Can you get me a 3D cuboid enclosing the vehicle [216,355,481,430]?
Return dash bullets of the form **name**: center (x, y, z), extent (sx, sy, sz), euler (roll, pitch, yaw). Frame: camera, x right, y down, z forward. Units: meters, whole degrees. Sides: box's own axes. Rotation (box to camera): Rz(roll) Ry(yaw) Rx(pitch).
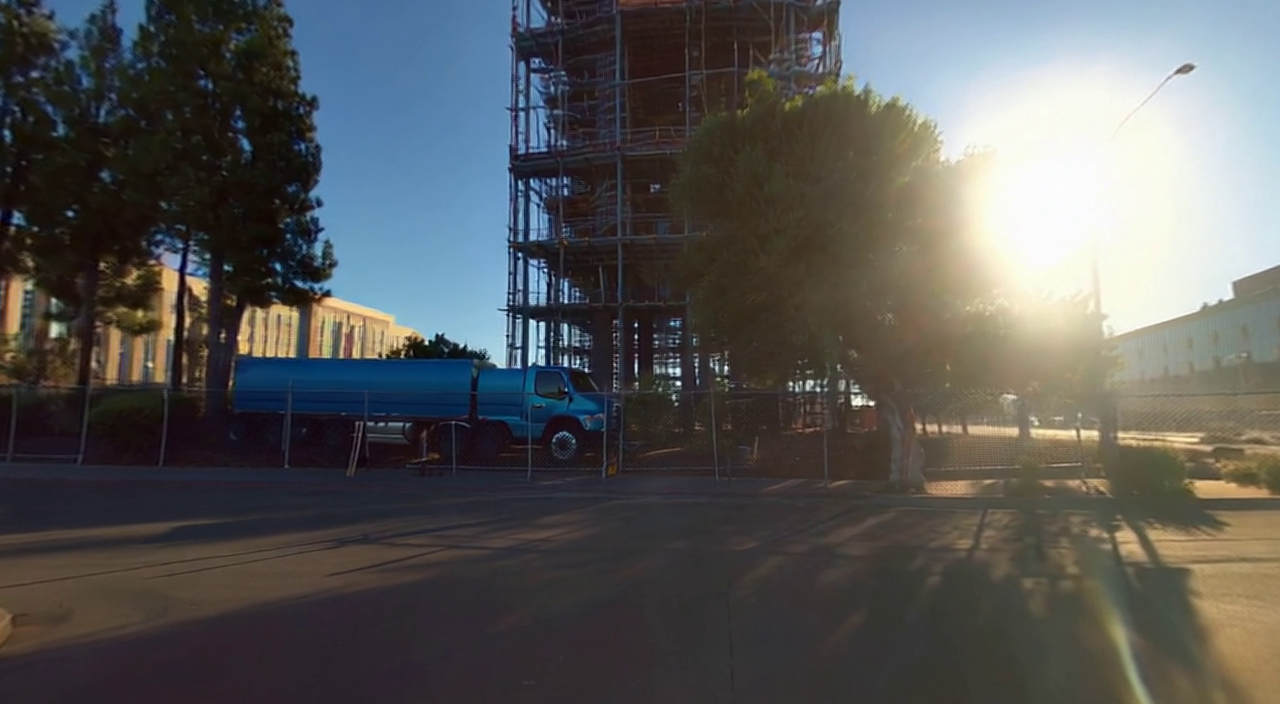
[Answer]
- **vehicle**: center (-17.068, 2.548, 38.025), extent (14.067, 4.099, 2.832), euler (1, -8, -7)
